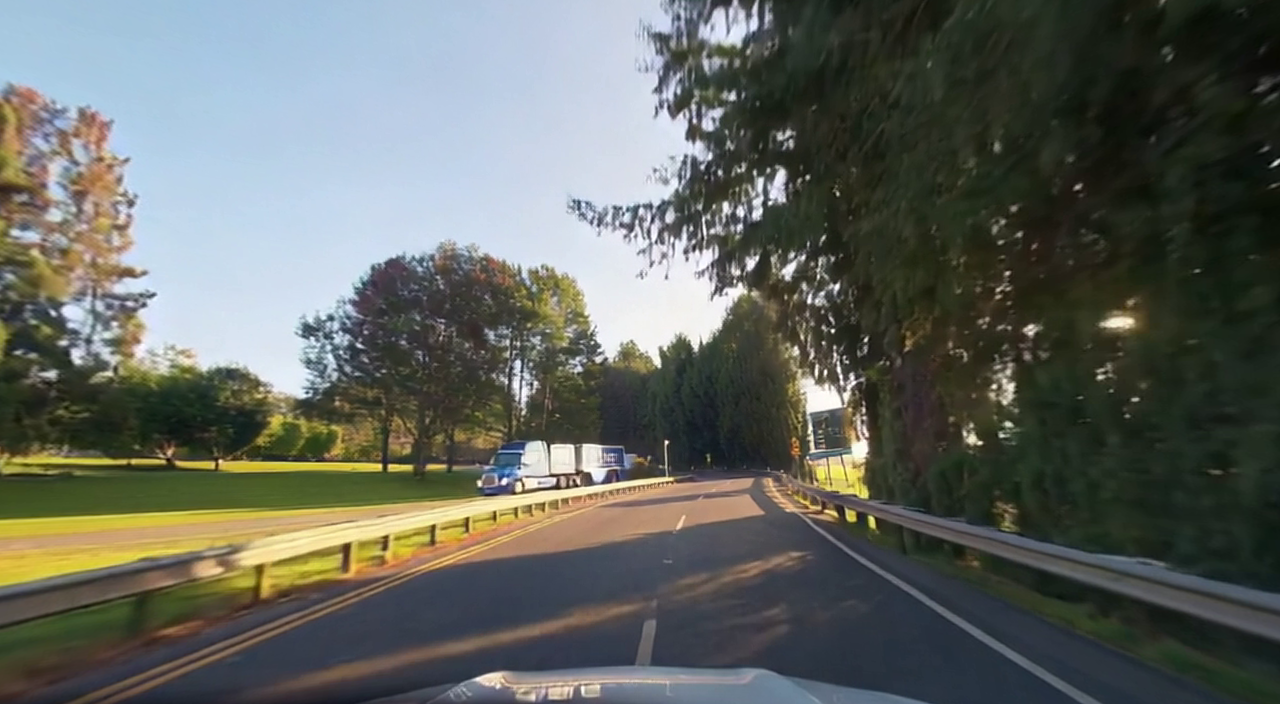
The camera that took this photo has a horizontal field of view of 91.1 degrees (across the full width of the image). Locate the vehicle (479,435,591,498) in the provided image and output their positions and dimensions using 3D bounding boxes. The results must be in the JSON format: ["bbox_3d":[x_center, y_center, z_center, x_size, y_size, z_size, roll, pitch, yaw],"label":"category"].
[{"bbox_3d":[-7.771,8.825,48.460,2.952,4.284,9.811,-6,-12,29],"label":"vehicle"}]
